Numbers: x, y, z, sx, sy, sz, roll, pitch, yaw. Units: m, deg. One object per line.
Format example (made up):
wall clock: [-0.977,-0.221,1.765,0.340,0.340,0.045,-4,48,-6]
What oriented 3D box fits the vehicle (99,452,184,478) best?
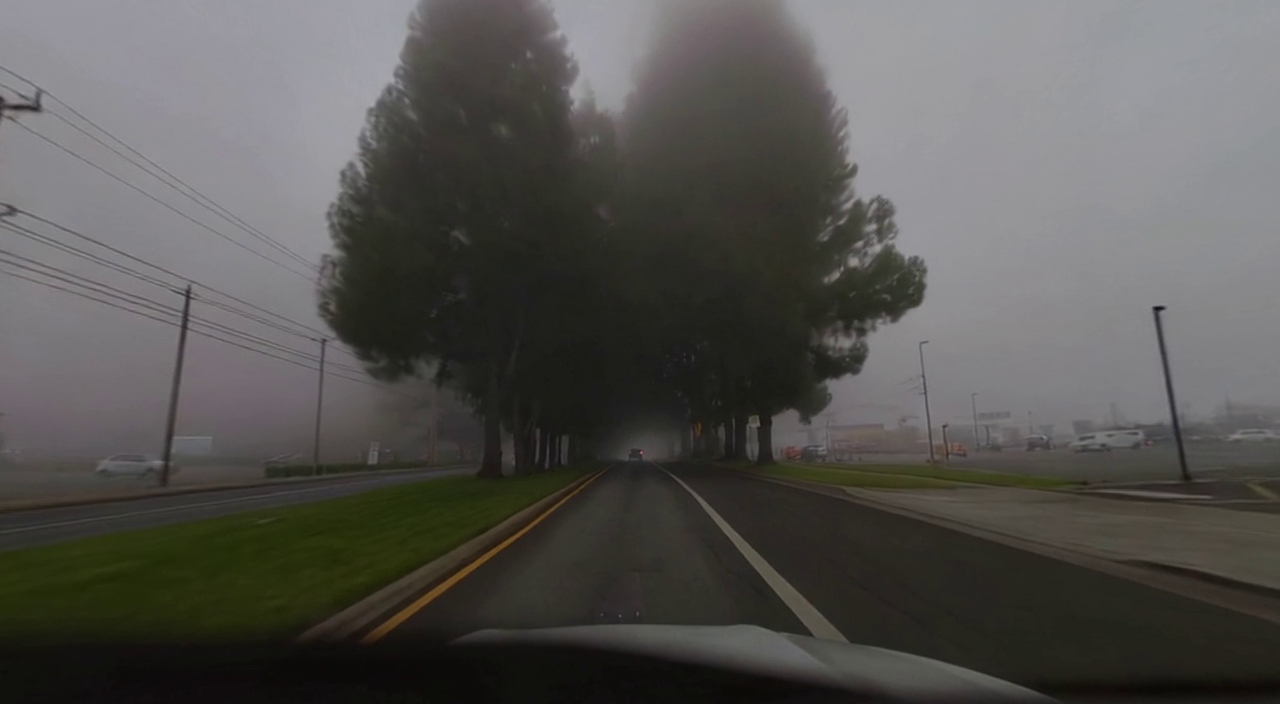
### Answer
vehicle: [-32.713,7.401,41.595,3.976,1.504,1.896,-2,-7,1]

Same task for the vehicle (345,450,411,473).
vehicle: [-20.181,8.444,48.779,4.303,1.409,1.862,-3,-6,2]
